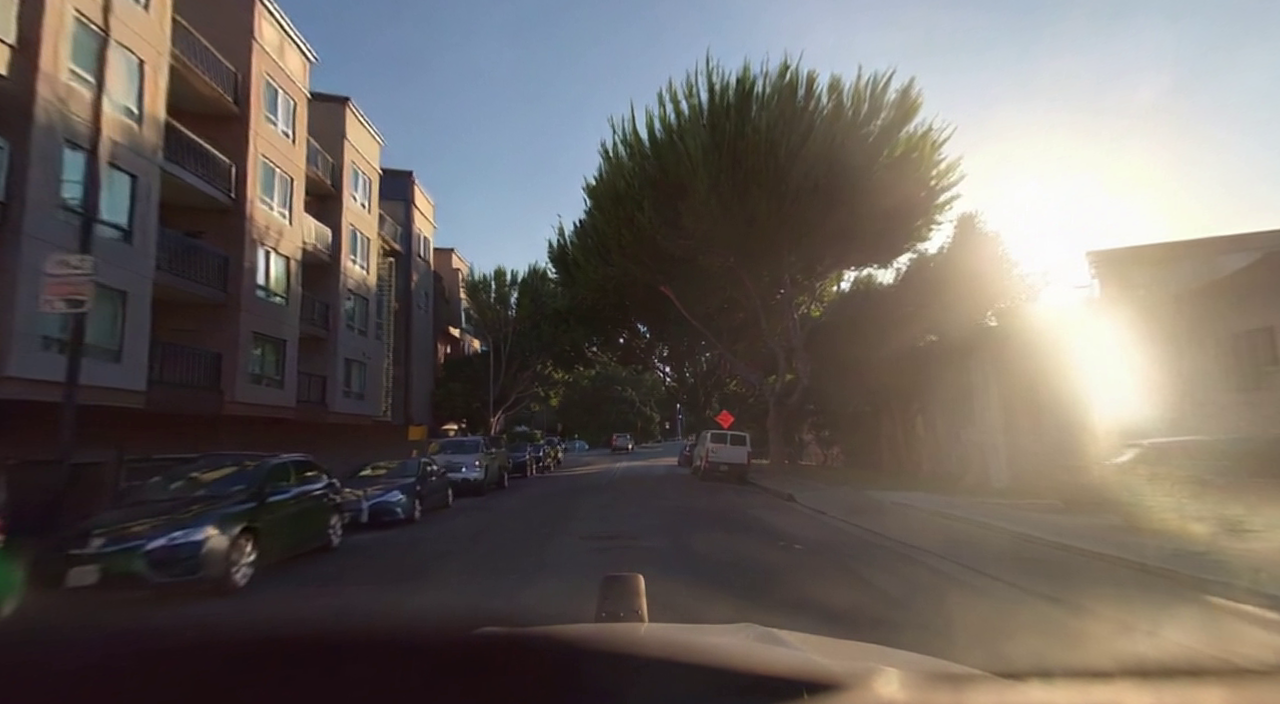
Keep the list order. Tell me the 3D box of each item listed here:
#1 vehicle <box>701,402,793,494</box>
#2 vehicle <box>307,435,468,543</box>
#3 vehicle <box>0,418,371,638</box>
[{"bbox_3d":[3.706,3.153,21.585,1.961,2.656,3.047,-1,-1,35],"label":"vehicle"},{"bbox_3d":[-5.247,2.811,13.833,1.837,1.499,4.443,-2,-2,-1],"label":"vehicle"},{"bbox_3d":[-5.297,1.909,8.236,1.824,1.664,4.344,-1,-1,-2],"label":"vehicle"}]
